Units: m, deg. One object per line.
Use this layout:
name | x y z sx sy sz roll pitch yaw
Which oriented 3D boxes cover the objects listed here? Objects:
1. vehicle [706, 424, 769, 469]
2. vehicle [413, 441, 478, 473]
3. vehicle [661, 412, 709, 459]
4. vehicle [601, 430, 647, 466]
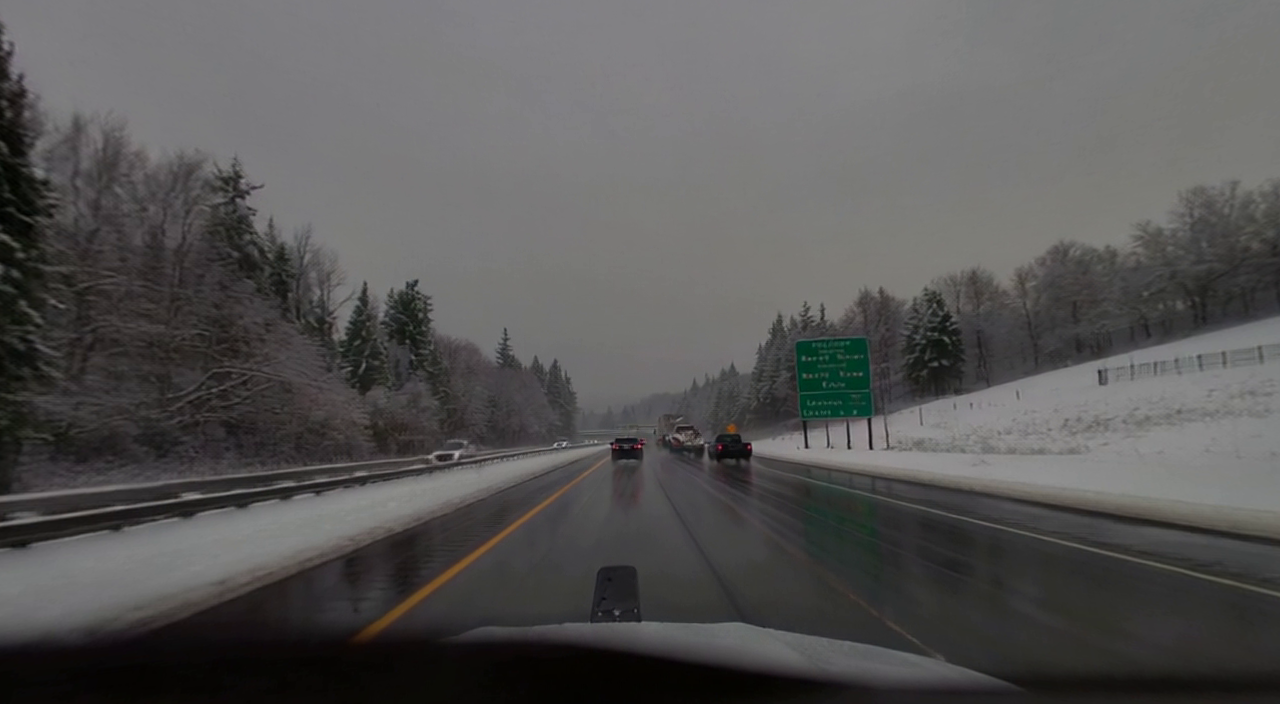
vehicle | 4.354 4.294 28.911 2.073 1.905 4.023 0 -8 -3
vehicle | -9.636 5.208 31.620 1.874 1.441 4.450 0 -8 0
vehicle | 3.098 6.001 45.266 2.728 3.053 7.708 0 -8 -1
vehicle | -0.795 4.827 32.031 2.206 1.681 4.111 0 -8 -1
